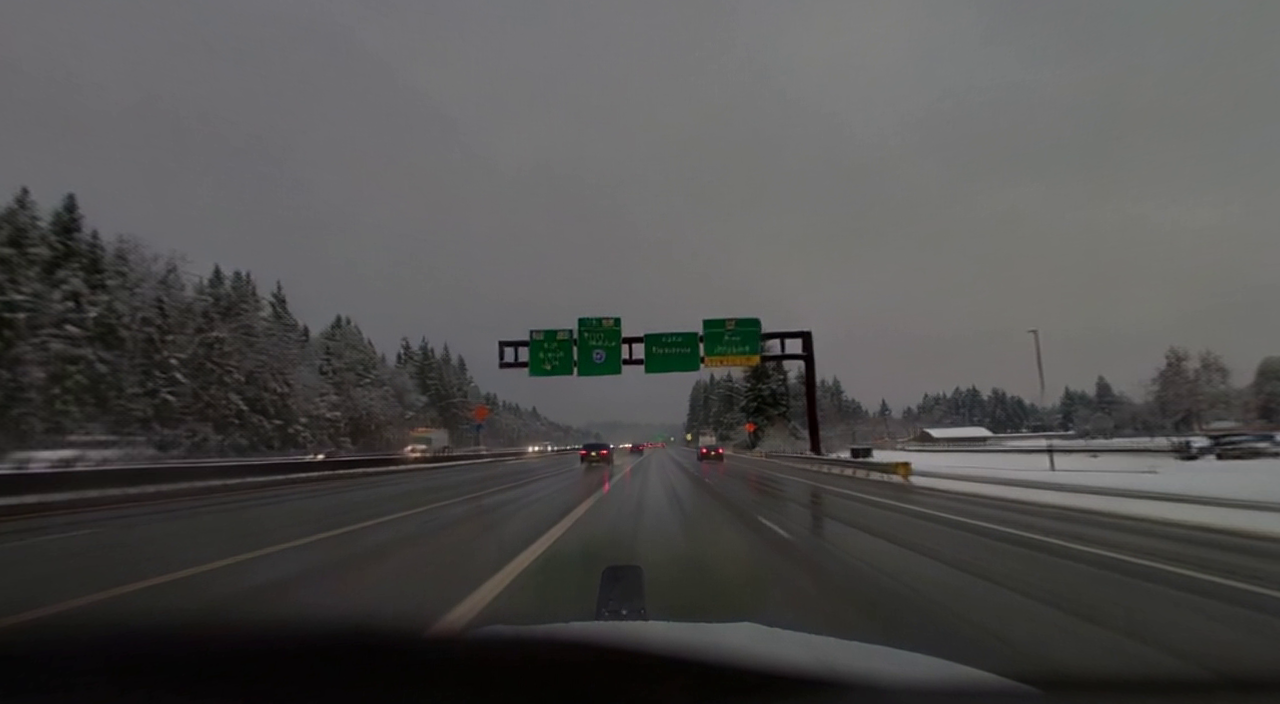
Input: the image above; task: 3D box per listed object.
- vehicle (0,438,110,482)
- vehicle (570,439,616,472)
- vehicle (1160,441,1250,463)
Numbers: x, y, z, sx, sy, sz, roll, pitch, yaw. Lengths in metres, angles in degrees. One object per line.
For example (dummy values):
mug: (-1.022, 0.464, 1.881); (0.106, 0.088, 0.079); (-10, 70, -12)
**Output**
vehicle: (-24.134, 4.248, 25.110); (1.909, 1.567, 4.674); (0, -8, 1)
vehicle: (-2.574, 5.834, 35.840); (2.196, 1.733, 4.355); (0, -8, 1)
vehicle: (39.059, 6.935, 43.747); (1.848, 1.440, 4.347); (1, -8, -10)
